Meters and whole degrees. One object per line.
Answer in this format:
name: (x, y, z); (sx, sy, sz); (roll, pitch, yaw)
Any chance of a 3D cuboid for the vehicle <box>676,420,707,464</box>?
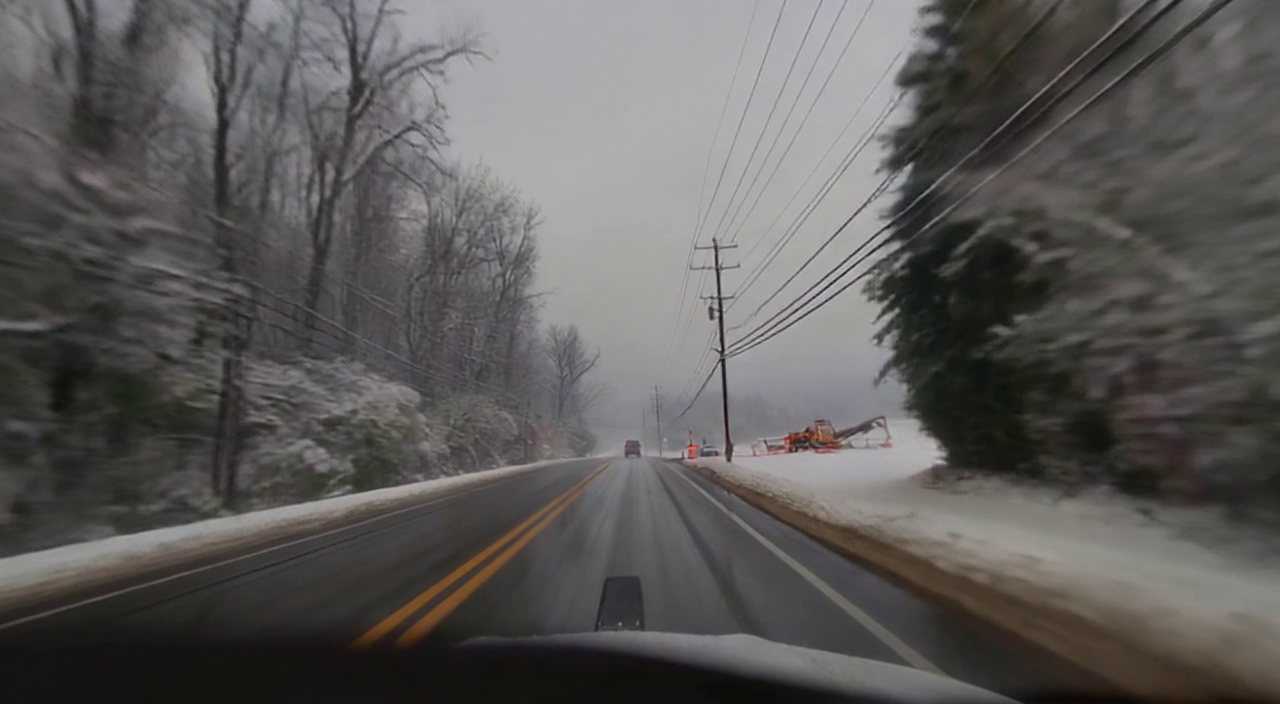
vehicle: (3.996, 7.012, 49.272); (2.374, 3.357, 1.724); (0, -9, 4)
